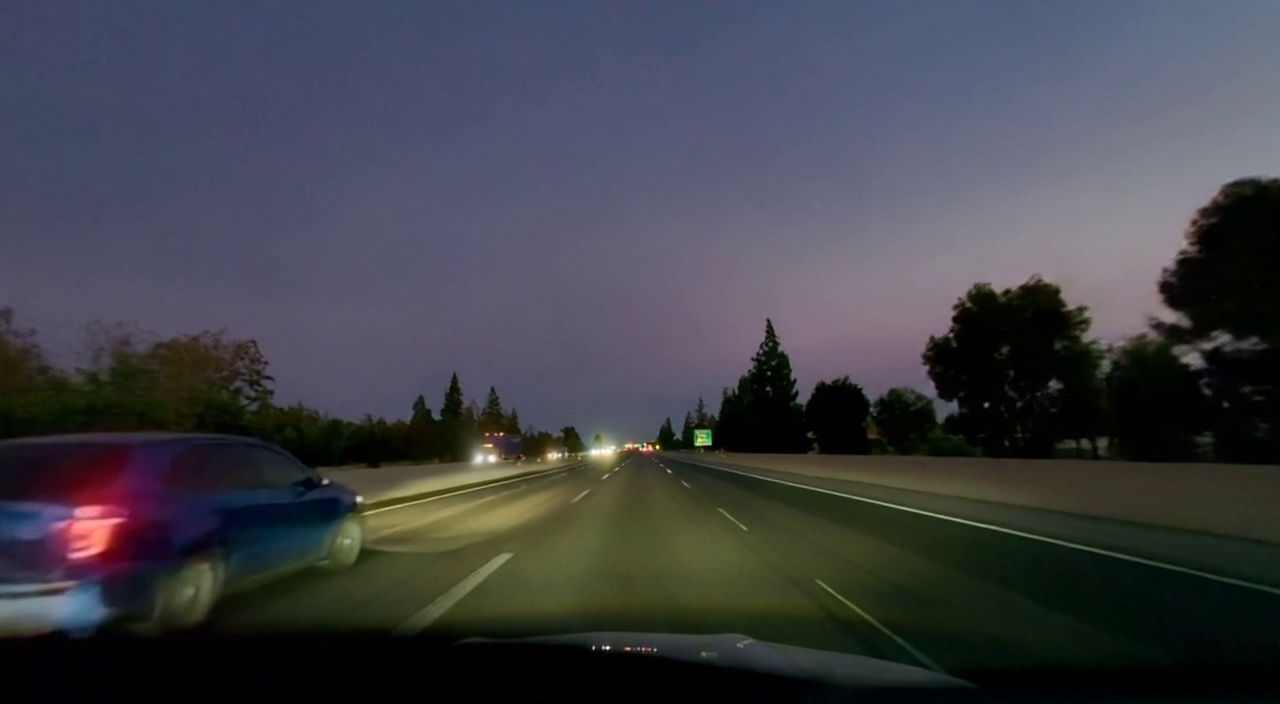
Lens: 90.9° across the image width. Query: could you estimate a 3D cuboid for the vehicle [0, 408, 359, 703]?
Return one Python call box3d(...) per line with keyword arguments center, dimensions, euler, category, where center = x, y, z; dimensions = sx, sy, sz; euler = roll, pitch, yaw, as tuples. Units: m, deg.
box3d(center=(-4.178, 1.219, 4.157), dimensions=(2.128, 1.521, 5.409), euler=(0, -9, 0), category="vehicle")
